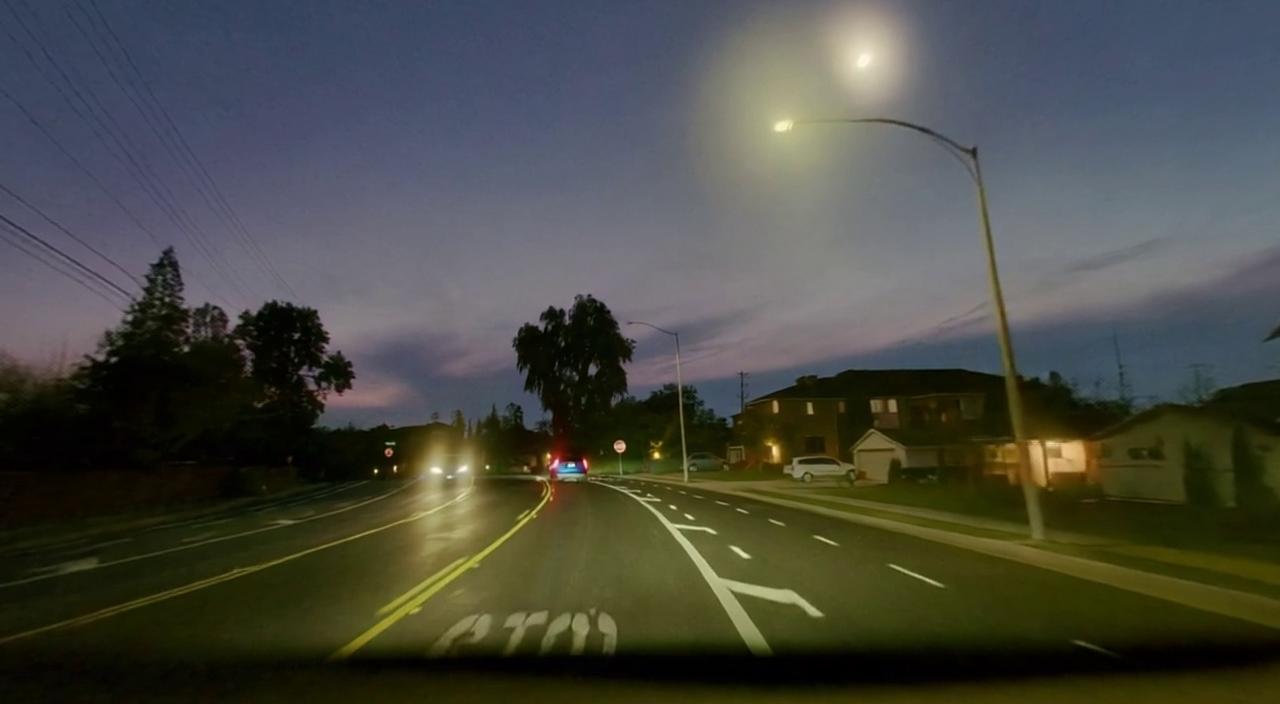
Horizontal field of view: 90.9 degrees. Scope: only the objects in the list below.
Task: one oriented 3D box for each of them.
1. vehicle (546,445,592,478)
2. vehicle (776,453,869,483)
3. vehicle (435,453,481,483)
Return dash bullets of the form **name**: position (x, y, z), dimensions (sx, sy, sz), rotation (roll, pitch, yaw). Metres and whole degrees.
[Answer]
- **vehicle**: position (-4.493, 6.741, 39.173), dimensions (2.284, 1.741, 4.702), rotation (4, -8, -11)
- **vehicle**: position (9.844, 6.238, 34.189), dimensions (4.383, 1.508, 1.884), rotation (1, -9, -9)
- **vehicle**: position (-10.144, 6.455, 35.465), dimensions (2.003, 1.483, 4.545), rotation (1, -9, -10)
